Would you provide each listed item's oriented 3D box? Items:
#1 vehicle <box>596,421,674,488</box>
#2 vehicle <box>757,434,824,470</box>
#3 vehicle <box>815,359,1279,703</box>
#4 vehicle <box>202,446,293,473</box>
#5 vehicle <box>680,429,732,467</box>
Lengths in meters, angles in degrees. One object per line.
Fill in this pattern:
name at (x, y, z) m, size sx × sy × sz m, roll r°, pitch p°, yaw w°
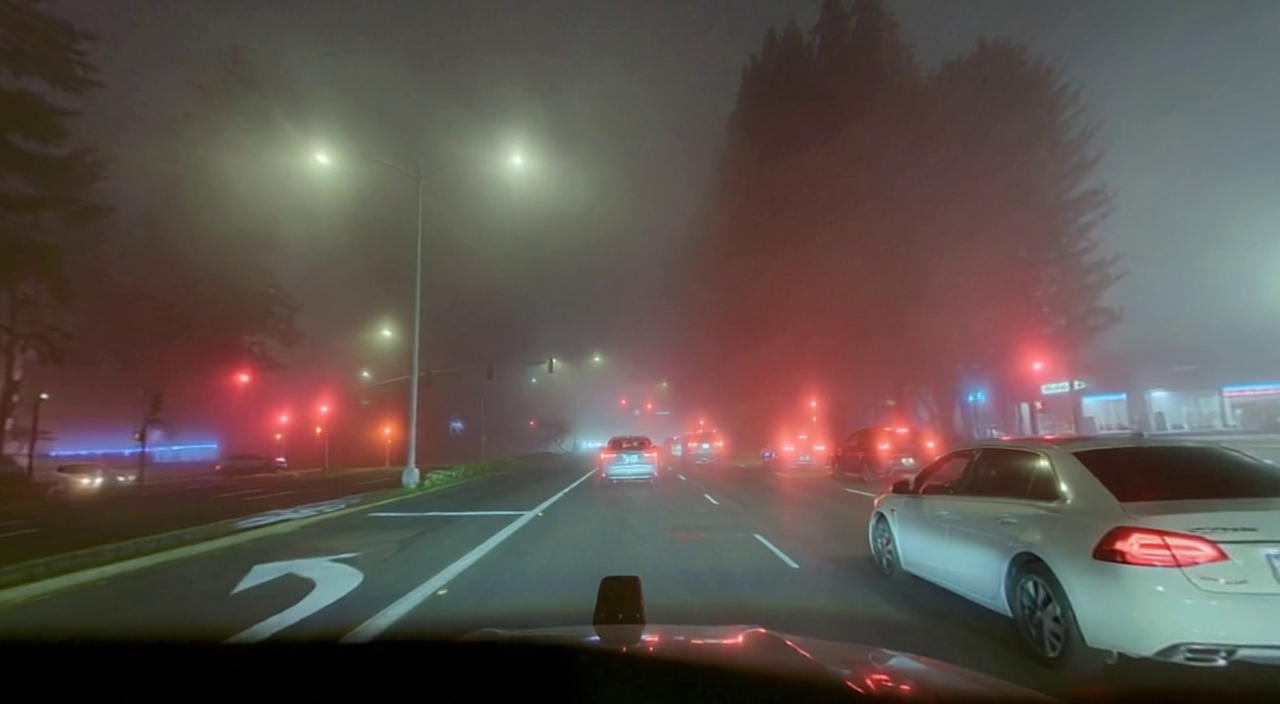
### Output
vehicle at (-0.170, 3.085, 19.283) m, size 2.106 × 1.798 × 4.168 m, roll 0°, pitch -8°, yaw -1°
vehicle at (6.566, 4.431, 28.059) m, size 1.883 × 1.452 × 4.258 m, roll 0°, pitch -8°, yaw -1°
vehicle at (3.128, 1.178, 4.977) m, size 2.153 × 1.658 × 4.485 m, roll 0°, pitch -8°, yaw -1°
vehicle at (-30.758, 8.442, 49.697) m, size 5.453 × 1.974 × 2.396 m, roll 0°, pitch -9°, yaw -3°
vehicle at (3.249, 4.828, 31.801) m, size 2.000 × 1.745 × 4.206 m, roll 0°, pitch -8°, yaw -2°
